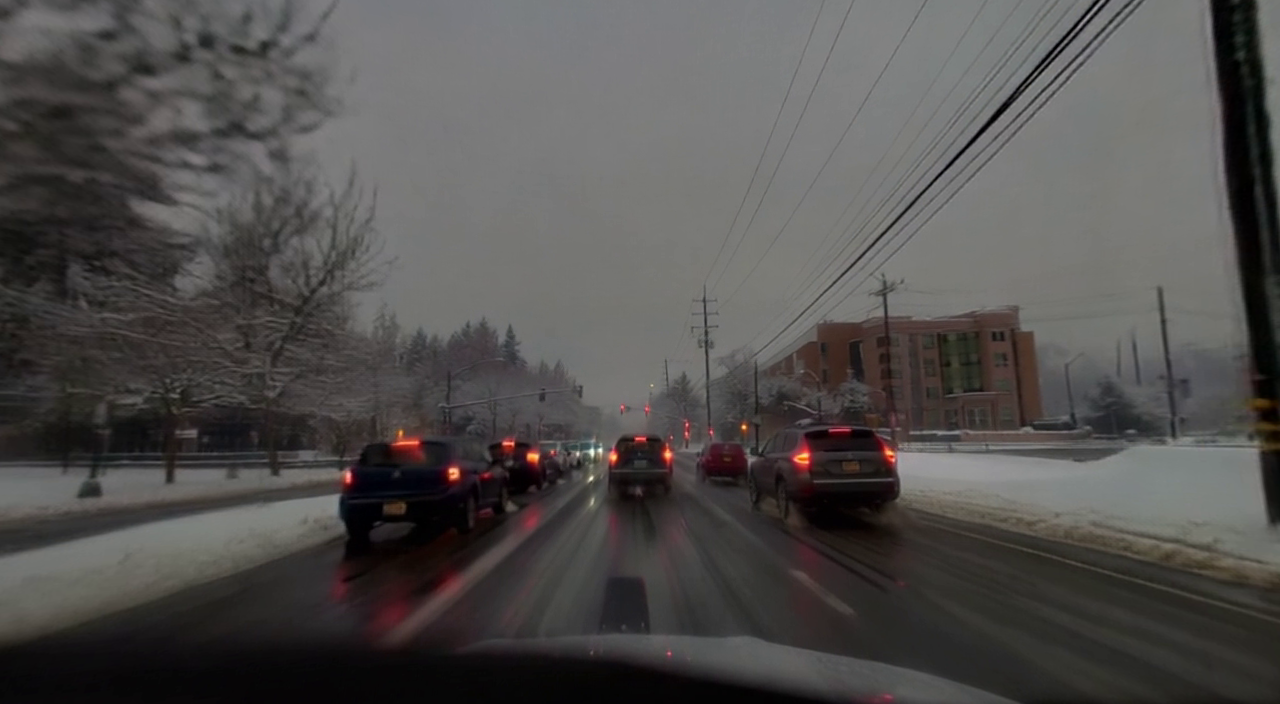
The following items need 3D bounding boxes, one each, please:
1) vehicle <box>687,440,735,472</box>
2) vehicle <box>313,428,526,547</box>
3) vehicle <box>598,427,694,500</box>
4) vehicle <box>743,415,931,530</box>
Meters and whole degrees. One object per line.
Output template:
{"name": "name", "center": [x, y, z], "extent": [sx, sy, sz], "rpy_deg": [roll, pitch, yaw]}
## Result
{"name": "vehicle", "center": [3.571, 5.285, 32.208], "extent": [1.880, 1.503, 4.130], "rpy_deg": [0, -8, -1]}
{"name": "vehicle", "center": [-3.214, 2.061, 10.353], "extent": [2.104, 1.488, 4.546], "rpy_deg": [0, -8, -4]}
{"name": "vehicle", "center": [0.124, 2.877, 16.589], "extent": [2.200, 1.653, 4.127], "rpy_deg": [0, -8, 0]}
{"name": "vehicle", "center": [3.365, 2.166, 11.873], "extent": [2.024, 1.711, 4.512], "rpy_deg": [0, -8, -1]}
